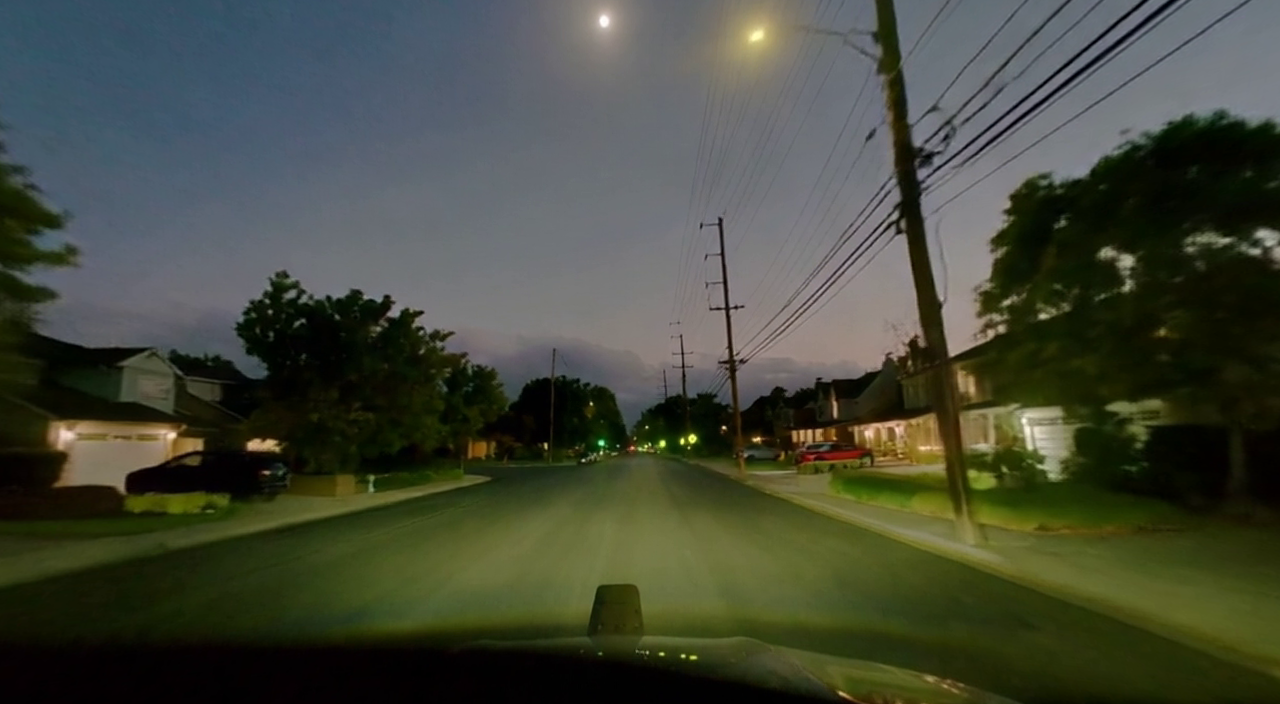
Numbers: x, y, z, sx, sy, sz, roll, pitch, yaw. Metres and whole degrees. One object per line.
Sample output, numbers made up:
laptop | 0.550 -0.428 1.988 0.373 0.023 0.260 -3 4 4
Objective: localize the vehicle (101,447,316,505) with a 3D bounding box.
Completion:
vehicle | -12.568 3.593 18.625 4.893 1.567 2.105 -1 -8 5

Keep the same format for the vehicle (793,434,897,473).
vehicle | 10.538 5.249 32.782 4.686 1.786 2.019 -3 -8 6
